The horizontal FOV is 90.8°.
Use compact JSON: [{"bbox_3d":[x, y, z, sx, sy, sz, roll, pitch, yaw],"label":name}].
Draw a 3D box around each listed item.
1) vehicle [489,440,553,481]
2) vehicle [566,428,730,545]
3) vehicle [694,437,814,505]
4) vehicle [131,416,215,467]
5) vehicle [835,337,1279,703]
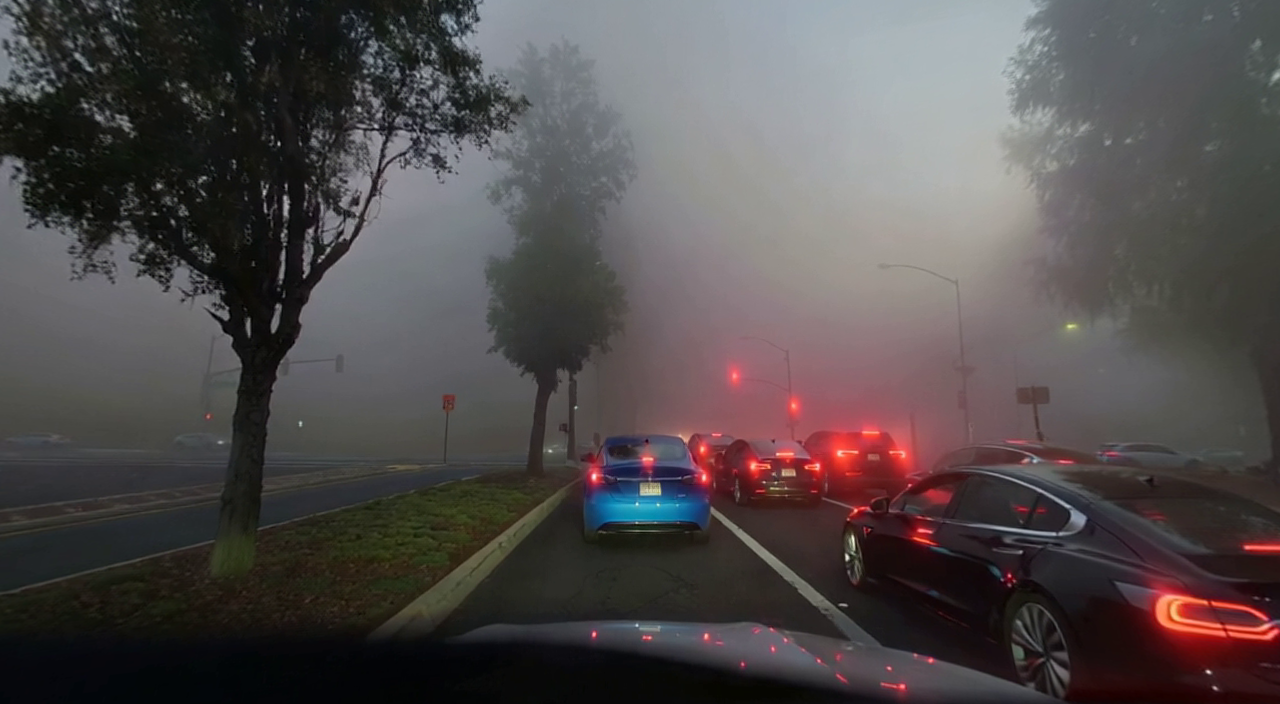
[{"bbox_3d":[-4.634,4.281,25.251,1.972,1.457,4.171,0,-8,-4],"label":"vehicle"},{"bbox_3d":[0.026,2.079,10.470,2.147,1.499,4.240,0,-8,-2],"label":"vehicle"},{"bbox_3d":[2.692,2.927,16.035,2.058,1.466,4.208,0,-8,-3],"label":"vehicle"},{"bbox_3d":[-29.263,5.626,39.708,2.608,2.990,3.026,2,-8,2],"label":"vehicle"},{"bbox_3d":[3.181,1.105,4.309,2.167,1.676,4.443,0,-8,-1],"label":"vehicle"}]
